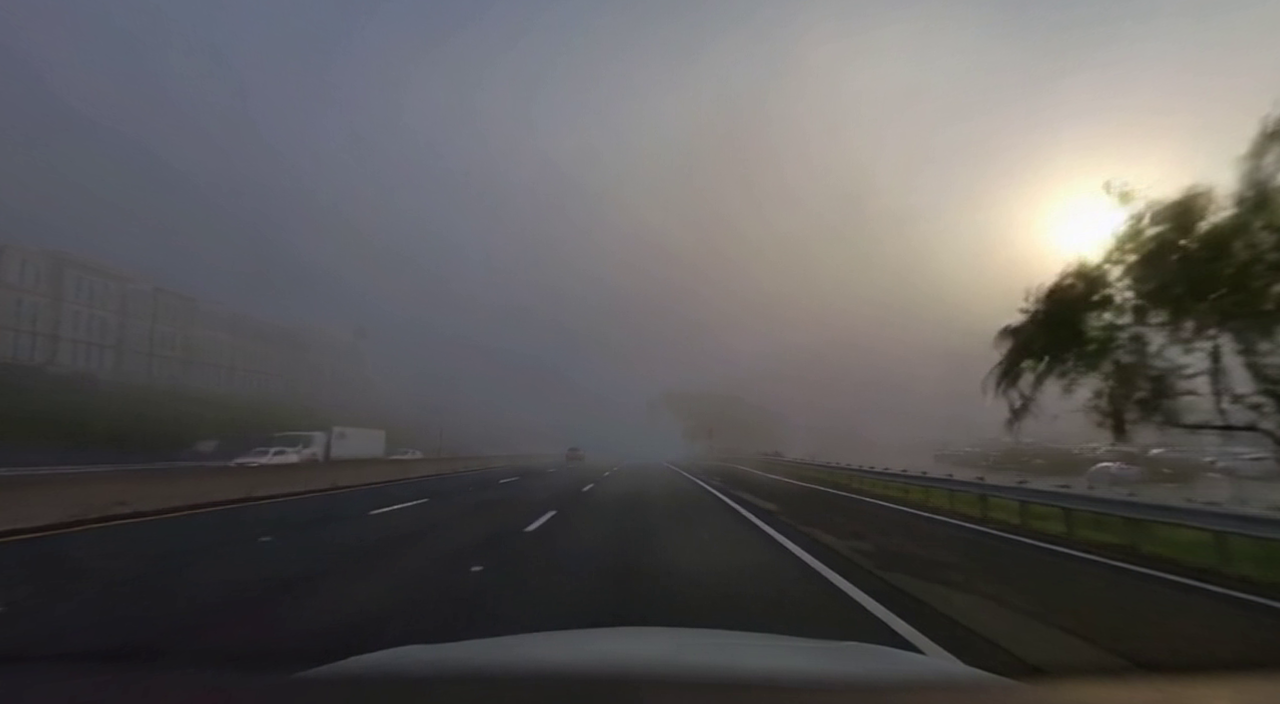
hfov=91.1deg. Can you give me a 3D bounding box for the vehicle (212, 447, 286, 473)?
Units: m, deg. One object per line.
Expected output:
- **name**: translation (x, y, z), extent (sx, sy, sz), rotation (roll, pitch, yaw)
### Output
- **vehicle**: translation (-26.785, 7.390, 43.244), extent (1.890, 1.646, 4.864), rotation (0, -9, 1)
